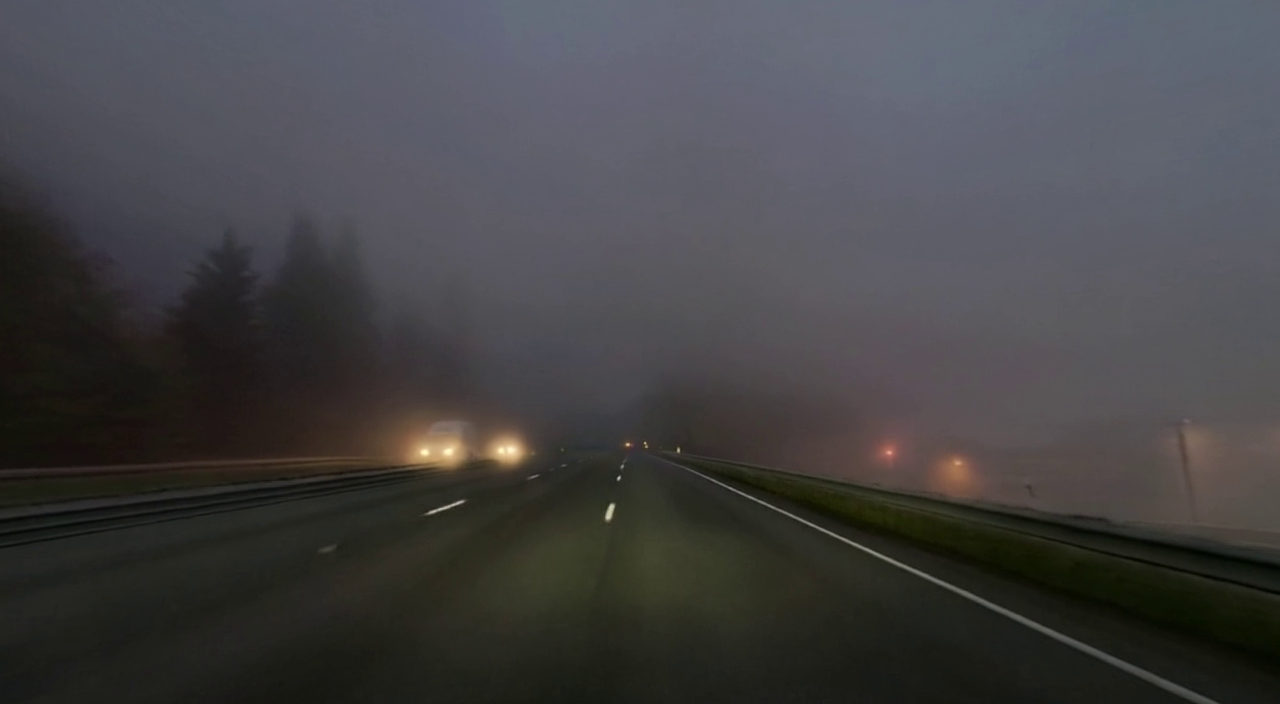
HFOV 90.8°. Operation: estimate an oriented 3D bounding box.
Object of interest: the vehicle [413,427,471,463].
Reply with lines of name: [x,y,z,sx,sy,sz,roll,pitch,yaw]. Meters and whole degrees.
vehicle: [-15.363,7.286,49.466,2.435,2.624,6.451,0,-9,0]
